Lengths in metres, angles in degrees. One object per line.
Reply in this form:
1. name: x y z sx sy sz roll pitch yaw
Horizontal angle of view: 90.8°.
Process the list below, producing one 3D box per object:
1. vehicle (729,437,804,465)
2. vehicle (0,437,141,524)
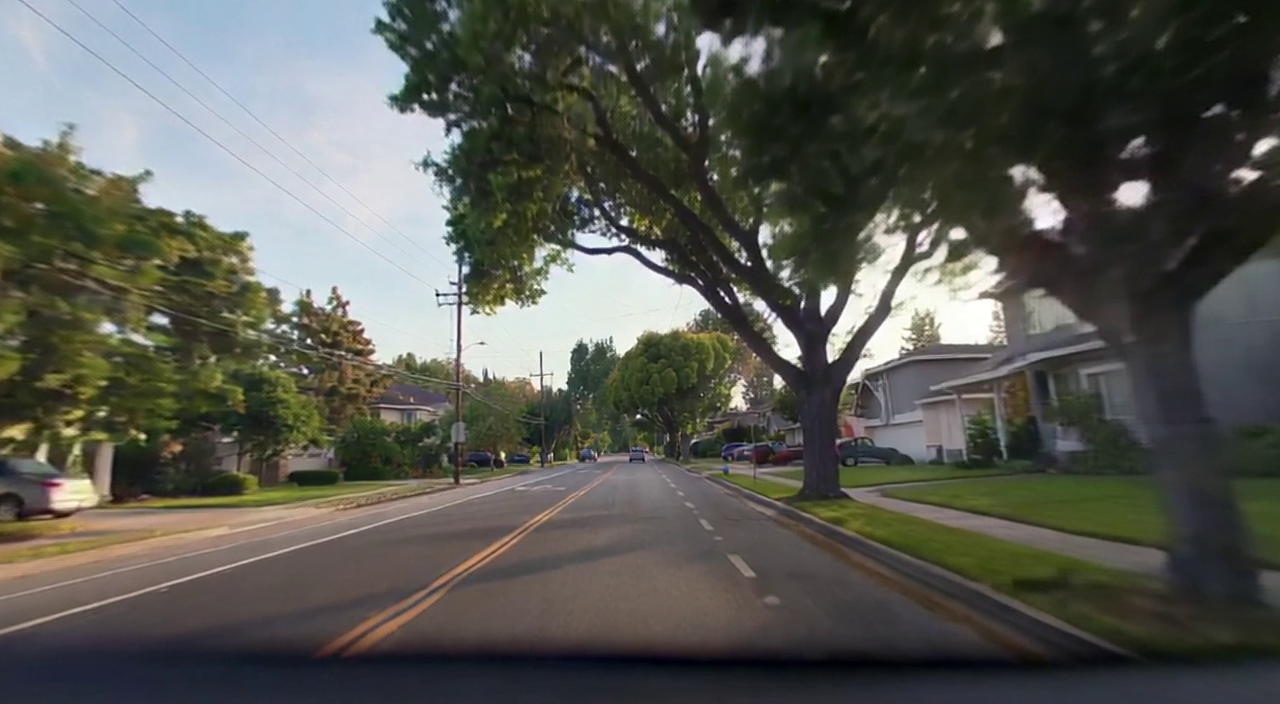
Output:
1. vehicle: 8.895 7.021 44.701 4.747 1.942 2.158 0 -9 -1
2. vehicle: -14.715 2.889 14.428 4.662 1.832 2.063 1 -9 -4
